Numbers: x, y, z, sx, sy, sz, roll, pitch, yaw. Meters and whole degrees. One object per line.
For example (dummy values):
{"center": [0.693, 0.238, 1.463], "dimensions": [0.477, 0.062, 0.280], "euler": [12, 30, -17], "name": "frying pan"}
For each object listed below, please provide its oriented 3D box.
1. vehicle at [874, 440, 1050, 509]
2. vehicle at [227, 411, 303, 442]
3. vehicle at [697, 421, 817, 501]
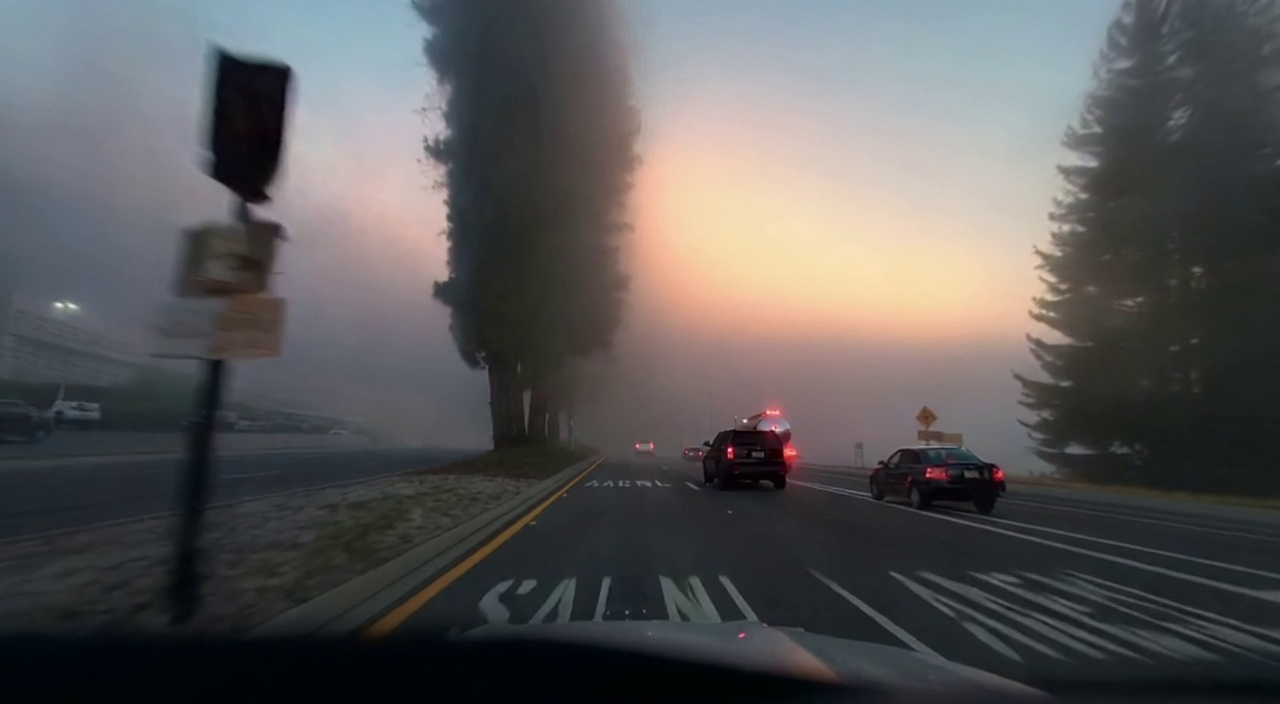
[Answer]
{"center": [7.834, 2.983, 15.914], "dimensions": [1.966, 1.476, 4.270], "euler": [1, -8, -4], "name": "vehicle"}
{"center": [-28.974, 5.759, 48.726], "dimensions": [4.573, 1.751, 2.109], "euler": [6, -7, 11], "name": "vehicle"}
{"center": [2.755, 2.700, 16.022], "dimensions": [2.045, 1.729, 4.532], "euler": [0, -8, -1], "name": "vehicle"}
